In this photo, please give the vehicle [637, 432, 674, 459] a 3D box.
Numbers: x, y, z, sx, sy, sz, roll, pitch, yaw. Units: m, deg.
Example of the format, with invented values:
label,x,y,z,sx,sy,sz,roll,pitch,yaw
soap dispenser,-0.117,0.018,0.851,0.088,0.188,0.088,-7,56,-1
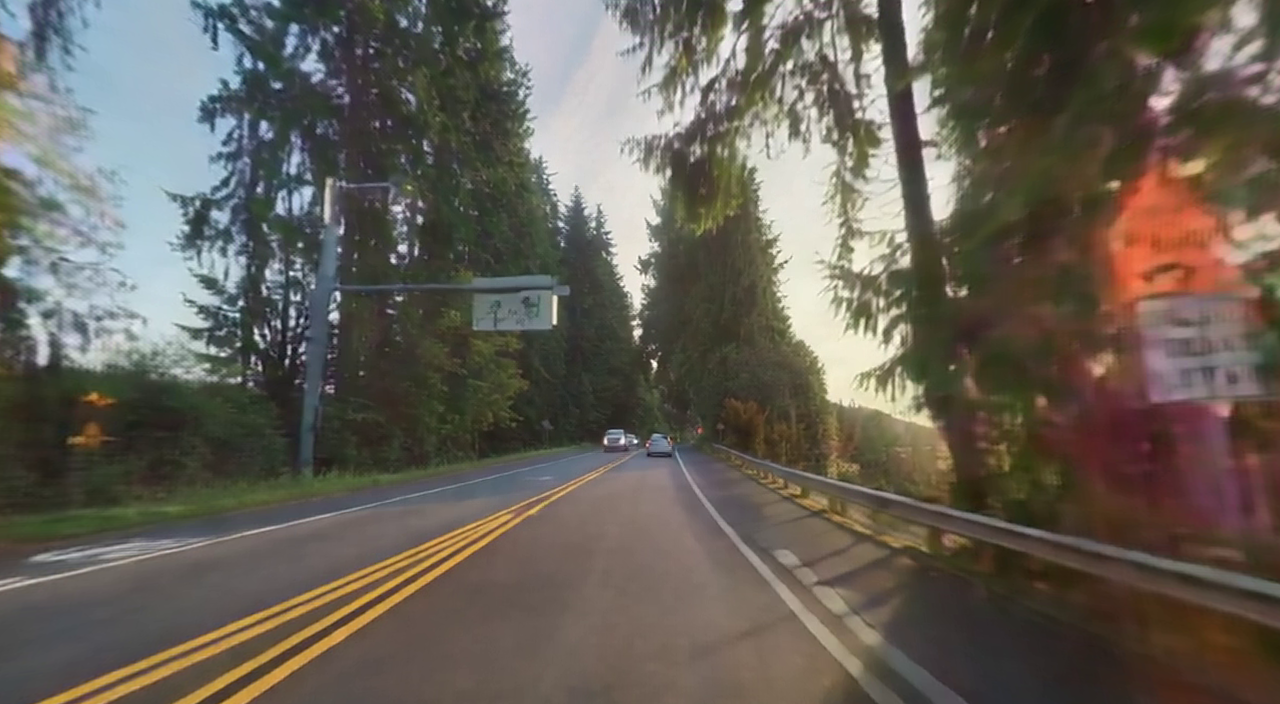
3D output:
label,x,y,z,sx,sy,sz,roll,pitch,yaw
vehicle,0.942,5.482,37.069,2.067,1.486,3.861,-1,-9,3
